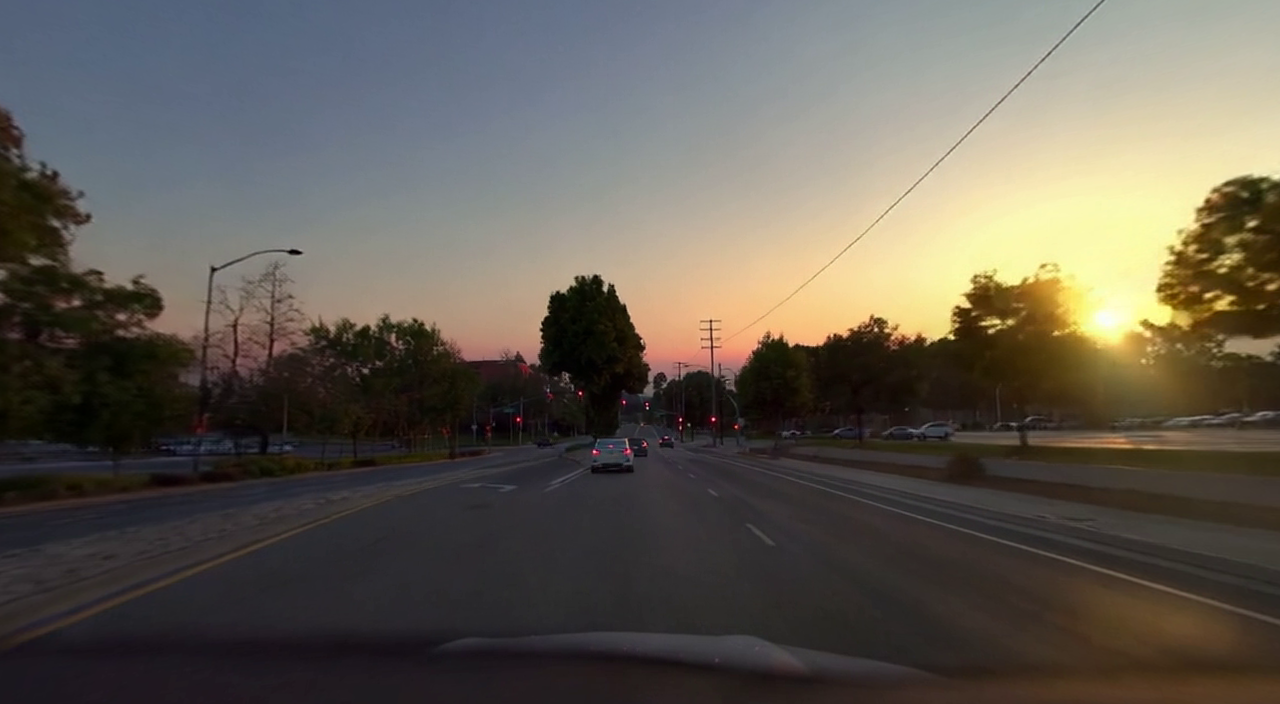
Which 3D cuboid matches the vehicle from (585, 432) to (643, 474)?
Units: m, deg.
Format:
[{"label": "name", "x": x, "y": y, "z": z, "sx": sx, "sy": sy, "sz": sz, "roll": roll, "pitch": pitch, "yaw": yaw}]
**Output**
[{"label": "vehicle", "x": -0.943, "y": 3.863, "z": 24.420, "sx": 2.075, "sy": 1.470, "sz": 3.962, "roll": 0, "pitch": -8, "yaw": 0}]
